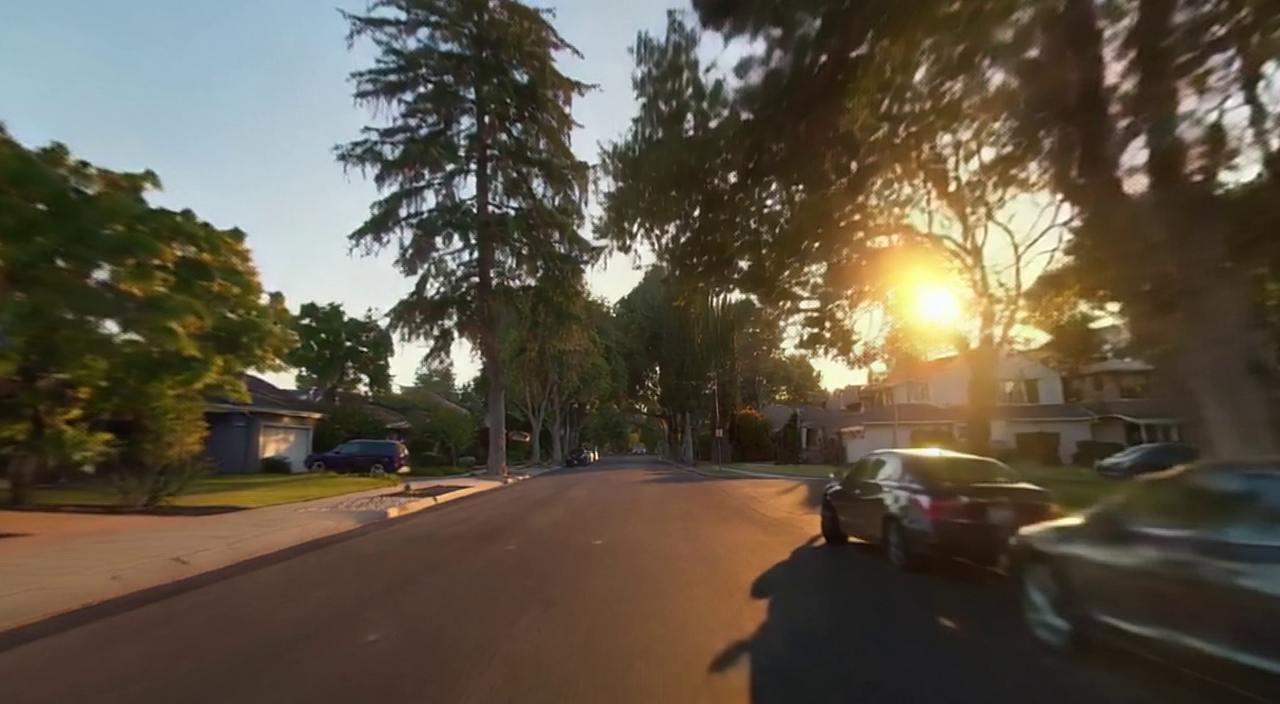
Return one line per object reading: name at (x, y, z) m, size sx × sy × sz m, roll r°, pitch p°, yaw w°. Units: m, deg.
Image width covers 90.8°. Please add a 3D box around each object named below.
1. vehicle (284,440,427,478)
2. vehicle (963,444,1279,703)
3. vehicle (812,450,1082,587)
vehicle at (-13.934, 5.285, 31.309) m, size 5.863 × 1.773 × 2.451 m, roll 0°, pitch -9°, yaw -4°
vehicle at (3.637, 1.187, 2.996) m, size 1.857 × 1.480 × 4.201 m, roll 0°, pitch -9°, yaw -2°
vehicle at (3.867, 2.114, 8.839) m, size 1.849 × 1.470 × 3.807 m, roll 0°, pitch -9°, yaw 0°
